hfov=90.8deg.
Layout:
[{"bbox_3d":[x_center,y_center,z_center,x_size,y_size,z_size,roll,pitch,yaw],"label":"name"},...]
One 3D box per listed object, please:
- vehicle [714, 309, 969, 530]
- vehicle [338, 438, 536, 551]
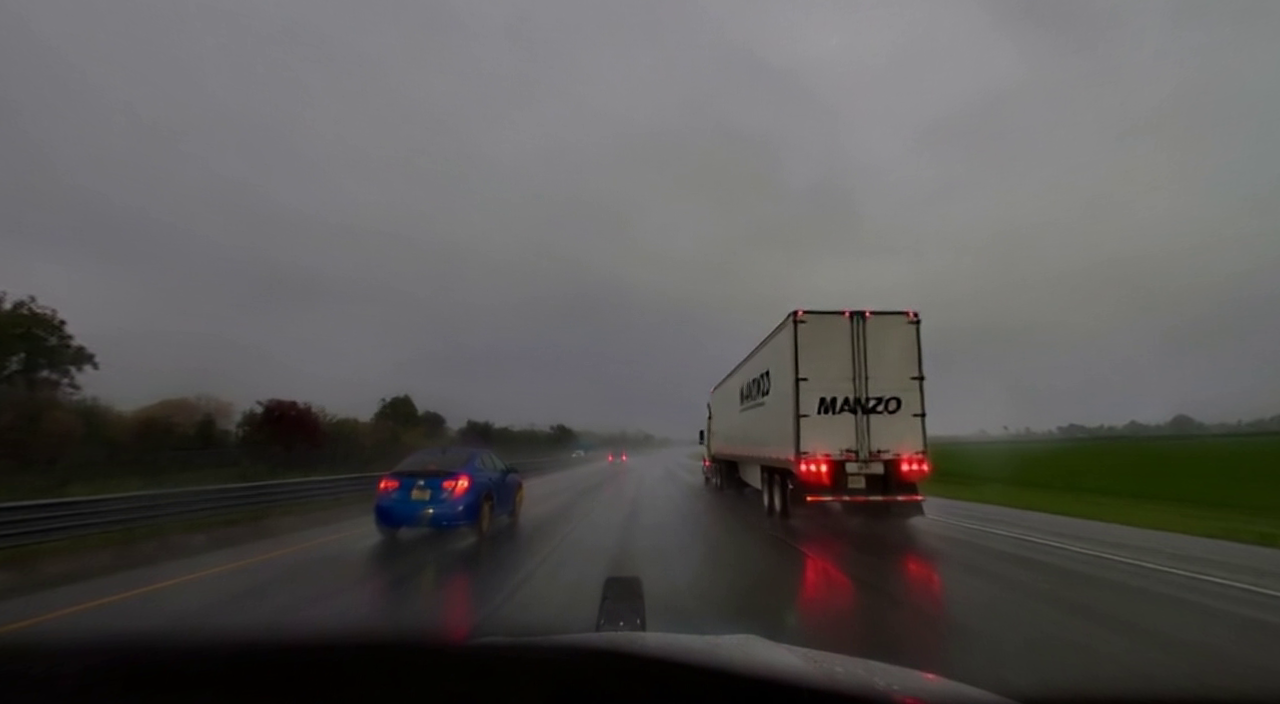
[{"bbox_3d":[4.453,2.256,18.489,2.832,4.034,13.924,0,-9,0],"label":"vehicle"},{"bbox_3d":[-3.172,2.310,10.918,1.945,1.537,4.294,0,-9,1],"label":"vehicle"}]
